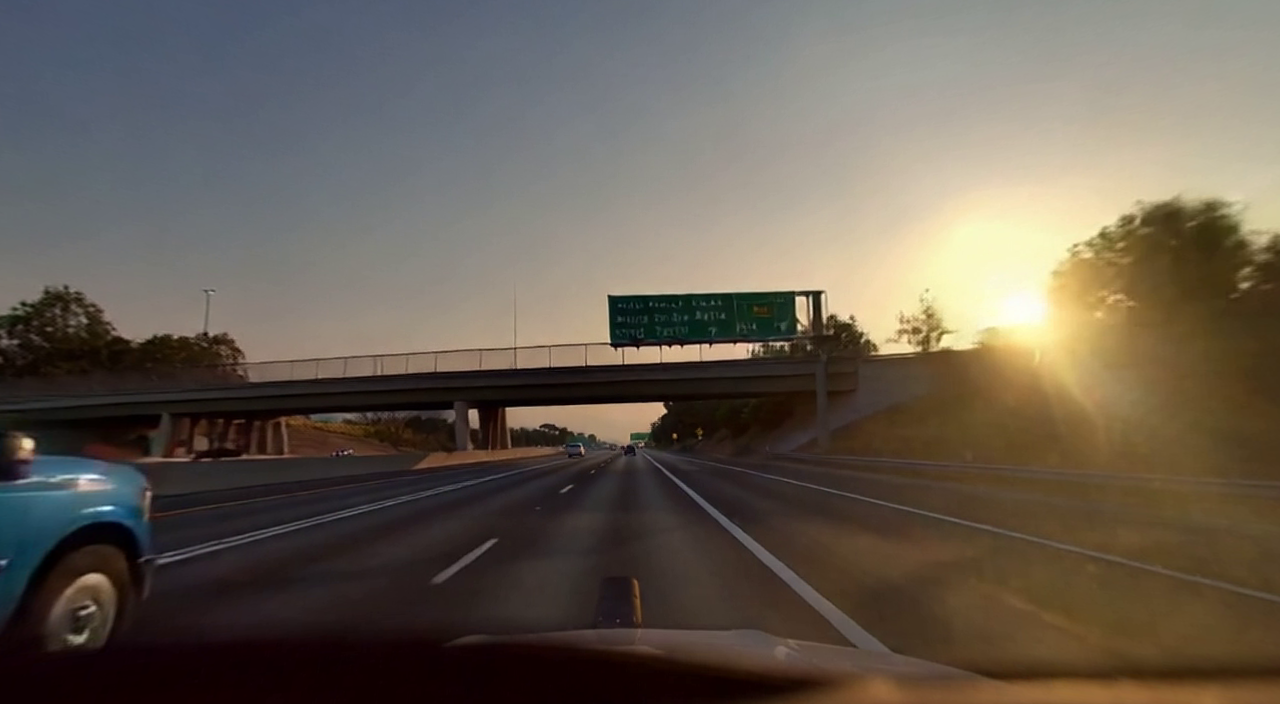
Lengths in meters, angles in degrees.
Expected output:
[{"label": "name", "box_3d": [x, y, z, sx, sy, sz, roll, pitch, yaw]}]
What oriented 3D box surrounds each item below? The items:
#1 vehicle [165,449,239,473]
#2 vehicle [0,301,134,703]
[{"label": "vehicle", "box_3d": [-29.169, 7.255, 42.266, 1.829, 1.420, 4.422, 0, -8, -1]}, {"label": "vehicle", "box_3d": [-4.223, 0.442, 0.639, 2.529, 2.003, 5.904, 0, -8, 0]}]
